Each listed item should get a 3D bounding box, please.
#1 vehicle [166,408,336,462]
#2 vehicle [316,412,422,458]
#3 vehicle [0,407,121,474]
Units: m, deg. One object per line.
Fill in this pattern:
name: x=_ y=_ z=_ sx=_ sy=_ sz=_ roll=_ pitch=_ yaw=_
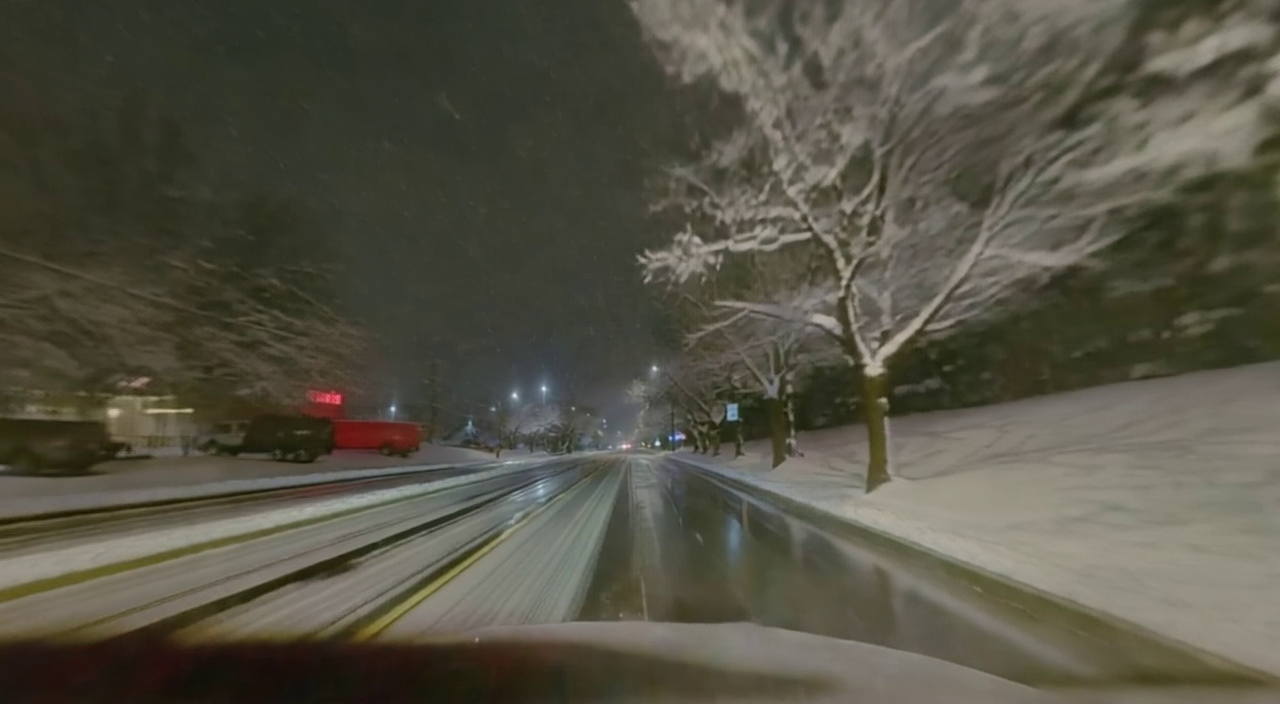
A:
vehicle: x=-19.675 y=4.271 z=32.276 sx=6.919 sy=2.613 sz=2.356 roll=0 pitch=-9 yaw=-4
vehicle: x=-19.840 y=6.127 z=46.542 sx=6.595 sy=3.267 sz=2.535 roll=0 pitch=-8 yaw=0
vehicle: x=-19.340 y=2.704 z=19.168 sx=5.109 sy=1.891 sz=2.206 roll=0 pitch=-9 yaw=-1
